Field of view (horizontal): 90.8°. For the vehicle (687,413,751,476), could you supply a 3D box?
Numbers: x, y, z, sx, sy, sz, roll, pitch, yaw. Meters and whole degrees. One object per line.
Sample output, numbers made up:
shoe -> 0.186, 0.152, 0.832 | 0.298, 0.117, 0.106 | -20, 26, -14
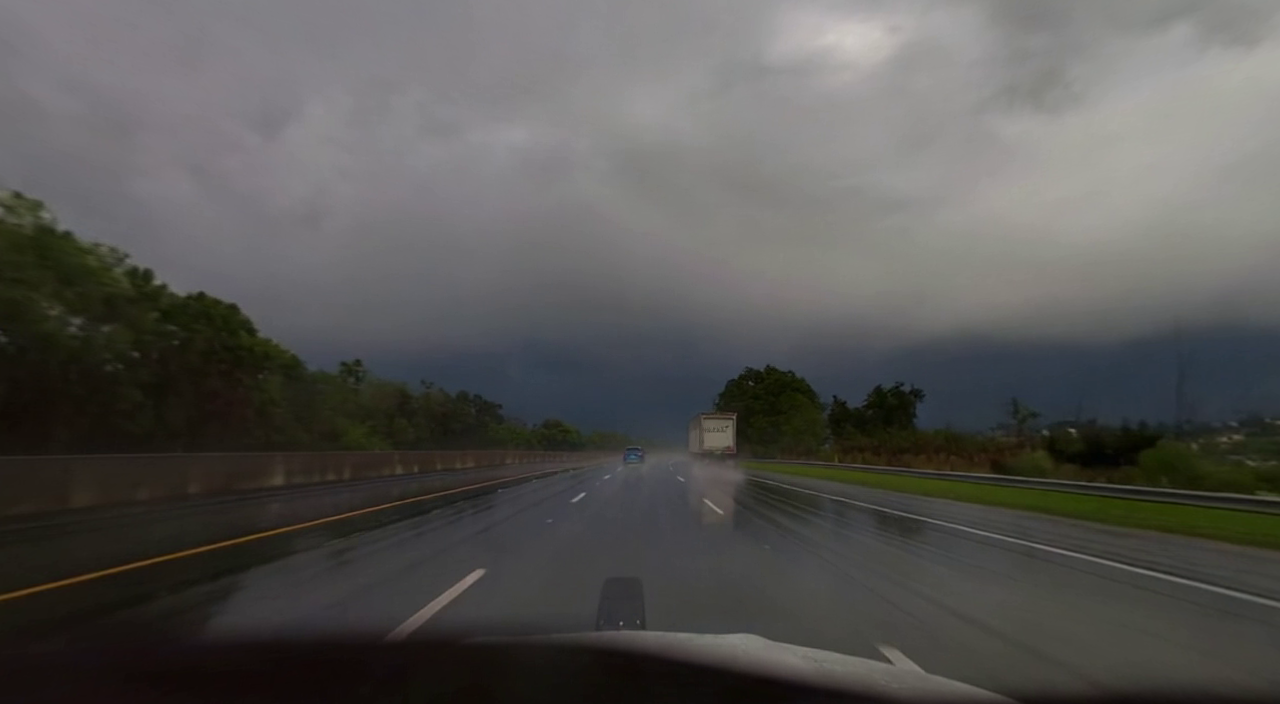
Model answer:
vehicle -> 4.791, 5.901, 40.044 | 2.960, 3.547, 8.560 | 0, -9, 0

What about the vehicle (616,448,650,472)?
vehicle -> -0.456, 8.067, 47.315 | 2.297, 1.683, 4.385 | 0, -9, 2
